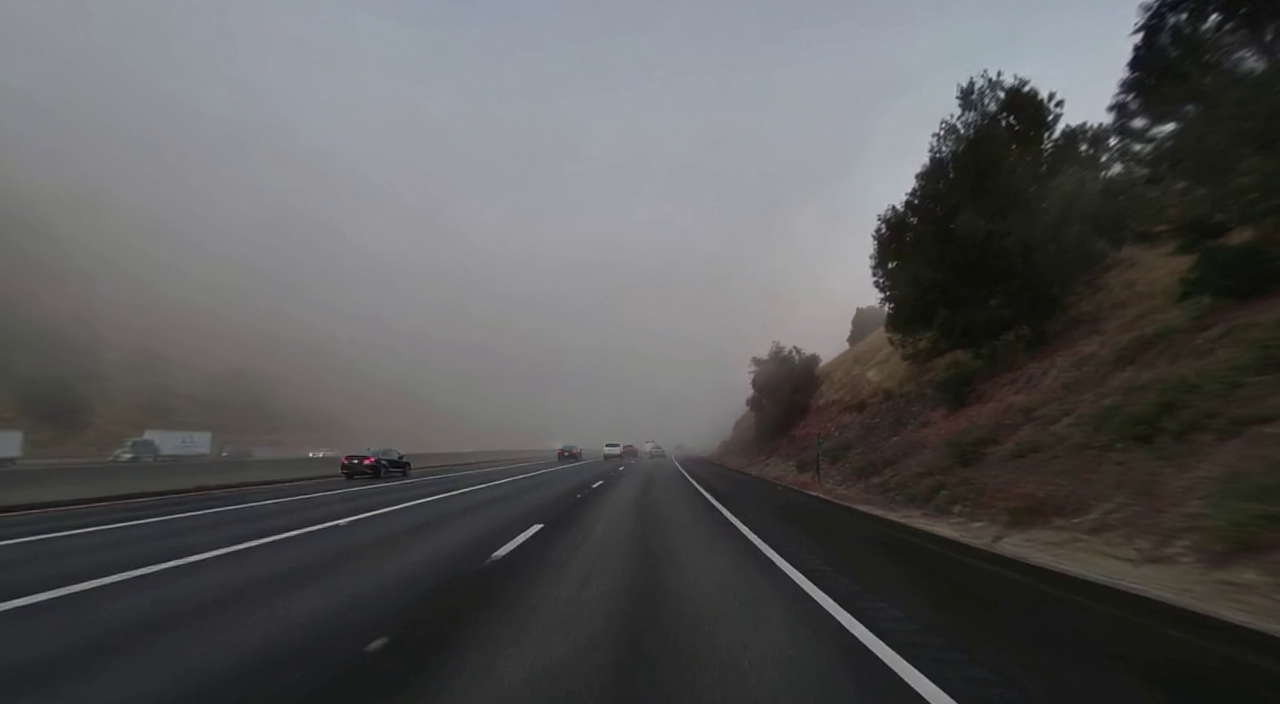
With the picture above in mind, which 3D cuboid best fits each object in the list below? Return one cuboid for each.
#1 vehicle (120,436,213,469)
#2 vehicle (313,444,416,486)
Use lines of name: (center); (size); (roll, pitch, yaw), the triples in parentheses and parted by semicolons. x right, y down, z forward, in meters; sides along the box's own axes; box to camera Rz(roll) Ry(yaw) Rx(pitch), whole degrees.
vehicle: (-37.177, 7.863, 49.809); (2.119, 2.396, 6.381); (-1, -8, 3)
vehicle: (-10.488, 4.320, 24.432); (1.927, 1.454, 4.395); (-1, -8, 2)
